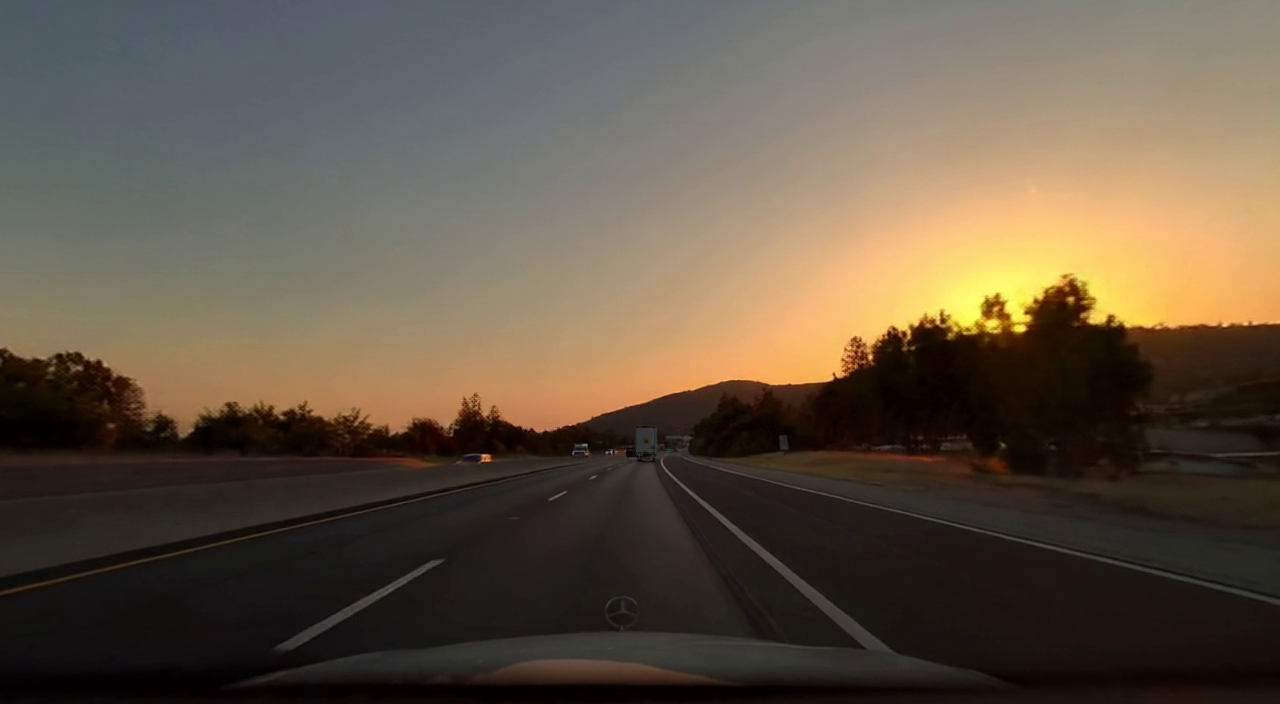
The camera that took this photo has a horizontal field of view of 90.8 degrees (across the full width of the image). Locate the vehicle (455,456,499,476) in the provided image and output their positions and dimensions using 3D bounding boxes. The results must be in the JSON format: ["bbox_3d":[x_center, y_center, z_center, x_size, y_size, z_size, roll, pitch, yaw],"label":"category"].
[{"bbox_3d":[-12.713,8.919,49.561,2.086,1.456,5.044,0,-9,0],"label":"vehicle"}]
